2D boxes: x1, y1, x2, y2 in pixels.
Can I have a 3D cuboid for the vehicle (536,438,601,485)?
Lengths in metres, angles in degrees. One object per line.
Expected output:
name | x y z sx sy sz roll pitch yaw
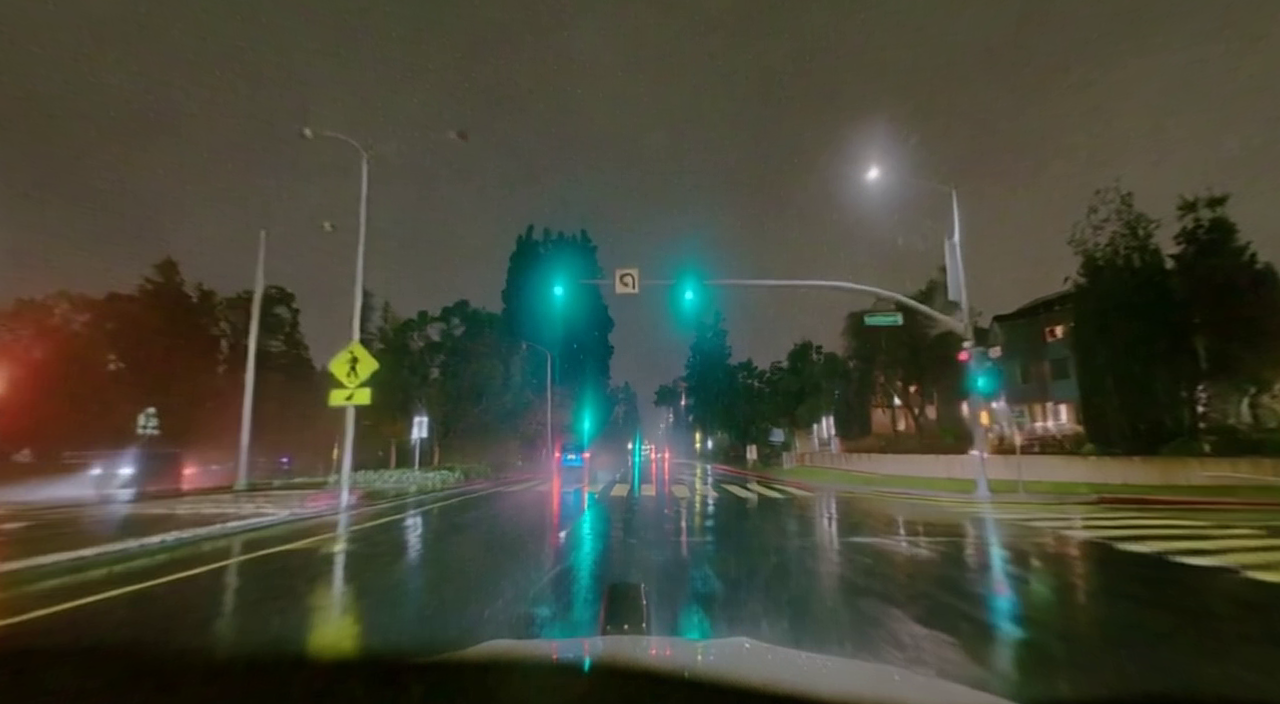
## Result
vehicle | -2.920 4.594 26.780 2.150 1.812 4.423 0 -9 1

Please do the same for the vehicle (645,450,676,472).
vehicle | 1.403 7.821 45.293 2.075 1.480 3.920 0 -9 -1

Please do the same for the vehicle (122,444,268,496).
vehicle | -15.541 4.112 22.373 1.990 1.650 4.283 0 -9 0
